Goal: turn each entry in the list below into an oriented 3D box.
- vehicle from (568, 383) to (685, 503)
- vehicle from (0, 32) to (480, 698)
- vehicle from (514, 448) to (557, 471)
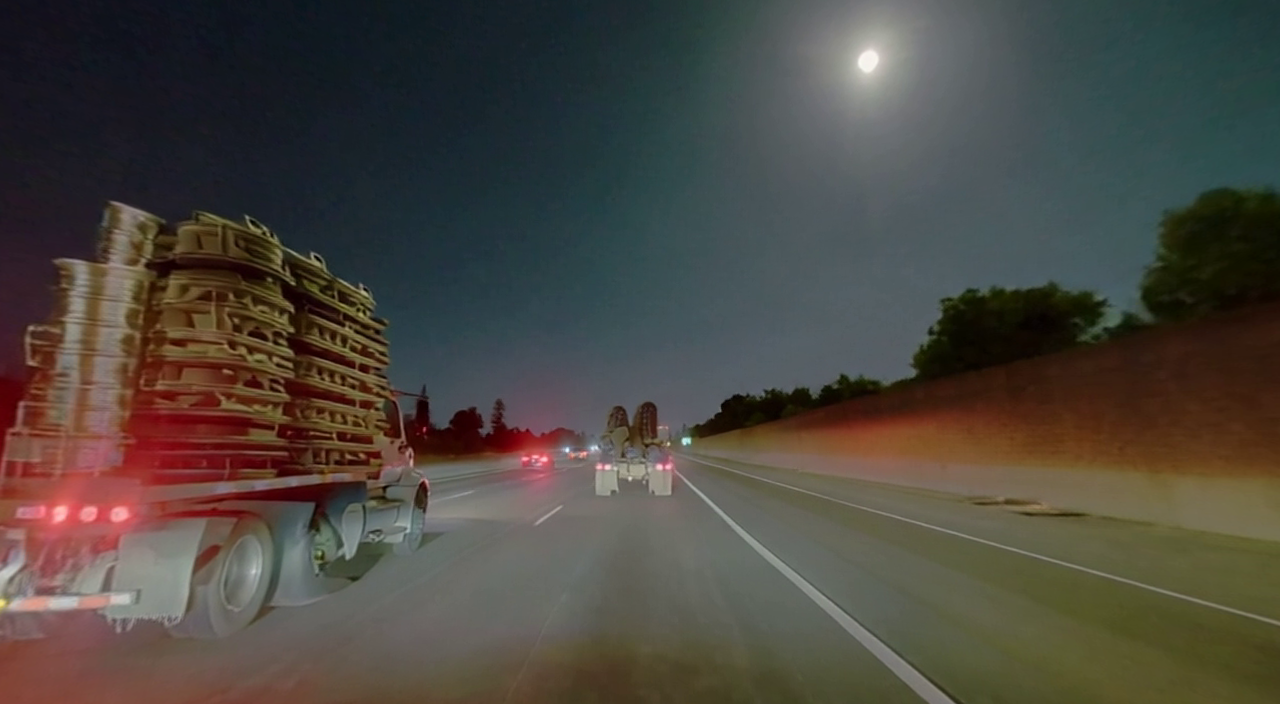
[{"bbox_3d":[-0.800,2.980,20.687,2.798,3.071,8.412,1,-9,-8],"label":"vehicle"},{"bbox_3d":[-4.053,0.362,6.657,2.998,3.992,5.800,0,-8,2],"label":"vehicle"},{"bbox_3d":[-7.005,7.266,42.771,2.006,1.458,4.700,0,-8,2],"label":"vehicle"}]
